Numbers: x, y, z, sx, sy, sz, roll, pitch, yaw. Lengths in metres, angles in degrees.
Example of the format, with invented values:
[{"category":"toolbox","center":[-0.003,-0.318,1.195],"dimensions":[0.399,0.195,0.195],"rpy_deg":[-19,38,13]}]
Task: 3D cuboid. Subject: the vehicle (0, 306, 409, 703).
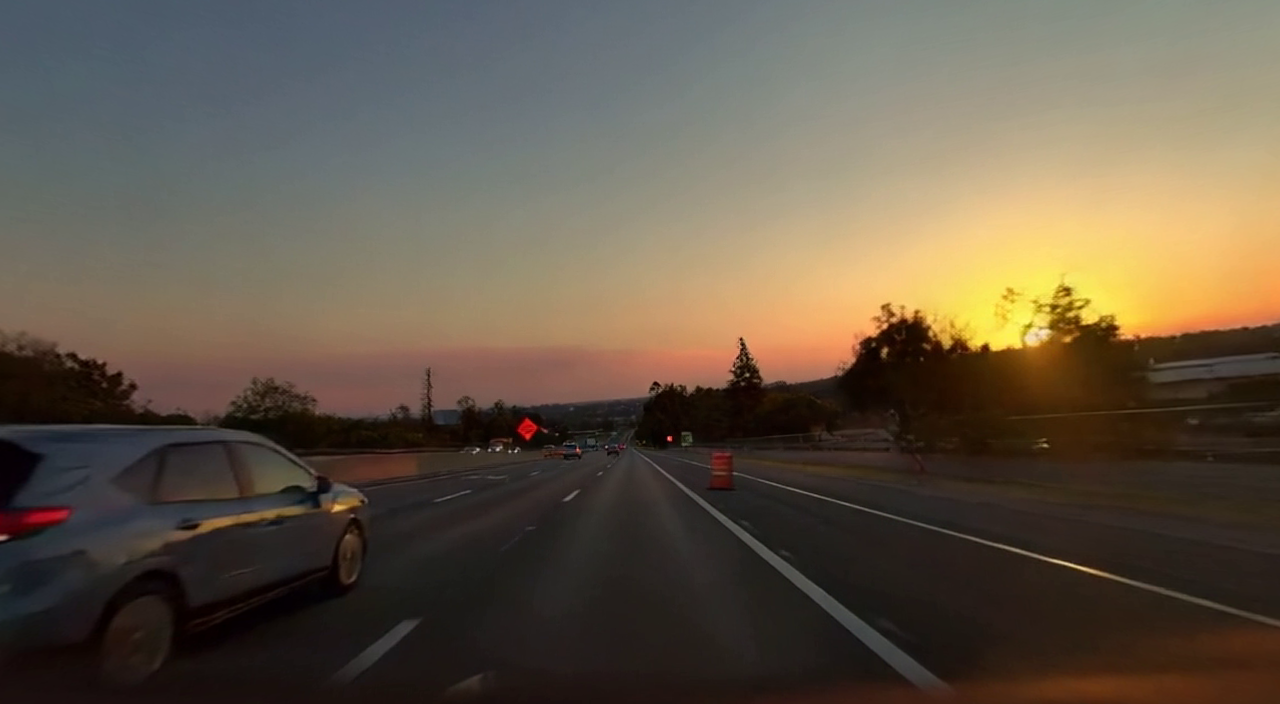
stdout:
[{"category":"vehicle","center":[-3.056,0.915,3.212],"dimensions":[2.103,1.715,4.371],"rpy_deg":[0,-9,0]}]
